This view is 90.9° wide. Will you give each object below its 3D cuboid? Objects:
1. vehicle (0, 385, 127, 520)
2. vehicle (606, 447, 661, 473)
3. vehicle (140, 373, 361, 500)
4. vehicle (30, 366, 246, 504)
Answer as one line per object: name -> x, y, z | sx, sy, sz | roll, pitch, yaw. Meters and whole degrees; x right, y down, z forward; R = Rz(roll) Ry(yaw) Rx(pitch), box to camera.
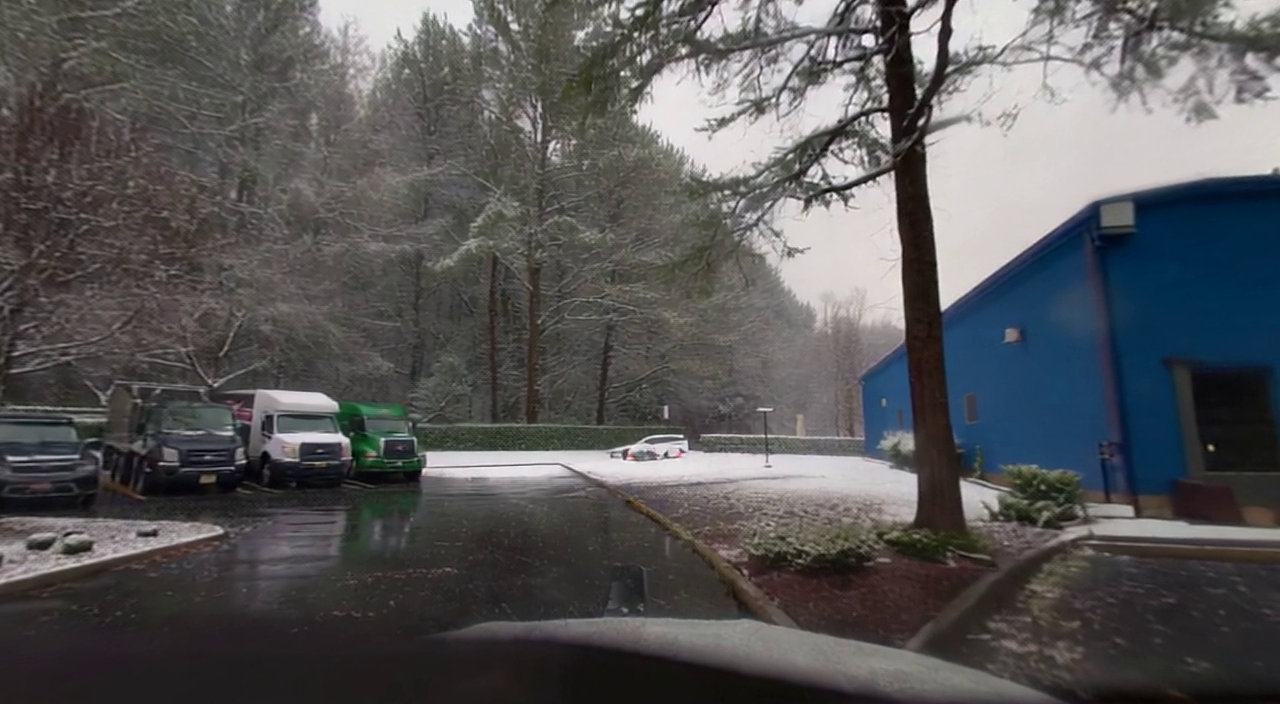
vehicle -> -16.966, 2.721, 17.094 | 7.819, 3.007, 2.674 | -7, -11, 37
vehicle -> -0.356, 6.697, 39.145 | 1.809, 1.506, 3.473 | -6, -11, 33
vehicle -> -15.825, 3.445, 25.002 | 11.906, 4.069, 2.948 | -7, -11, 36
vehicle -> -18.250, 3.059, 22.481 | 11.512, 3.871, 3.038 | -7, -11, 37
